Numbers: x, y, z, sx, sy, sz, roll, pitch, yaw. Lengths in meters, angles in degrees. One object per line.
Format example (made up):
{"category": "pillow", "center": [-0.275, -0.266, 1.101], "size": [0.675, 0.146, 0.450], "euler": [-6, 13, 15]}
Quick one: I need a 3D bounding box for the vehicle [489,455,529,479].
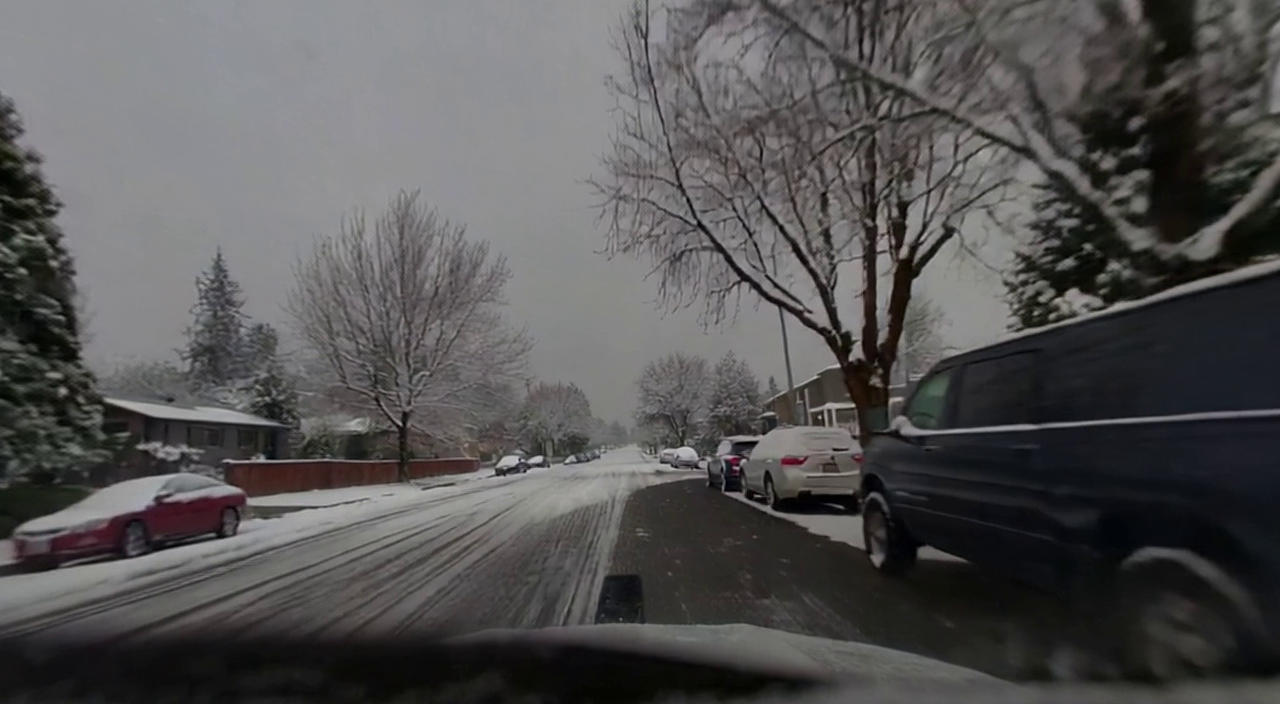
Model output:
{"category": "vehicle", "center": [-8.753, 7.703, 42.480], "size": [1.937, 1.427, 4.510], "euler": [0, -9, -3]}

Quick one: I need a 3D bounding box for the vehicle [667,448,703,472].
{"category": "vehicle", "center": [2.951, 7.218, 42.417], "size": [1.927, 1.529, 4.144], "euler": [0, -9, -3]}

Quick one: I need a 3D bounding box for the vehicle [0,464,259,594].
{"category": "vehicle", "center": [-8.431, 2.745, 10.401], "size": [1.839, 1.384, 4.124], "euler": [-7, -7, -2]}

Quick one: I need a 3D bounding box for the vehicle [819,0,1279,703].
{"category": "vehicle", "center": [3.152, 0.570, 3.961], "size": [2.388, 2.604, 6.241], "euler": [0, -9, 2]}

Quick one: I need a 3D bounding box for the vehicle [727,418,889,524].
{"category": "vehicle", "center": [3.120, 2.334, 12.868], "size": [1.928, 1.751, 4.537], "euler": [0, -9, -1]}
